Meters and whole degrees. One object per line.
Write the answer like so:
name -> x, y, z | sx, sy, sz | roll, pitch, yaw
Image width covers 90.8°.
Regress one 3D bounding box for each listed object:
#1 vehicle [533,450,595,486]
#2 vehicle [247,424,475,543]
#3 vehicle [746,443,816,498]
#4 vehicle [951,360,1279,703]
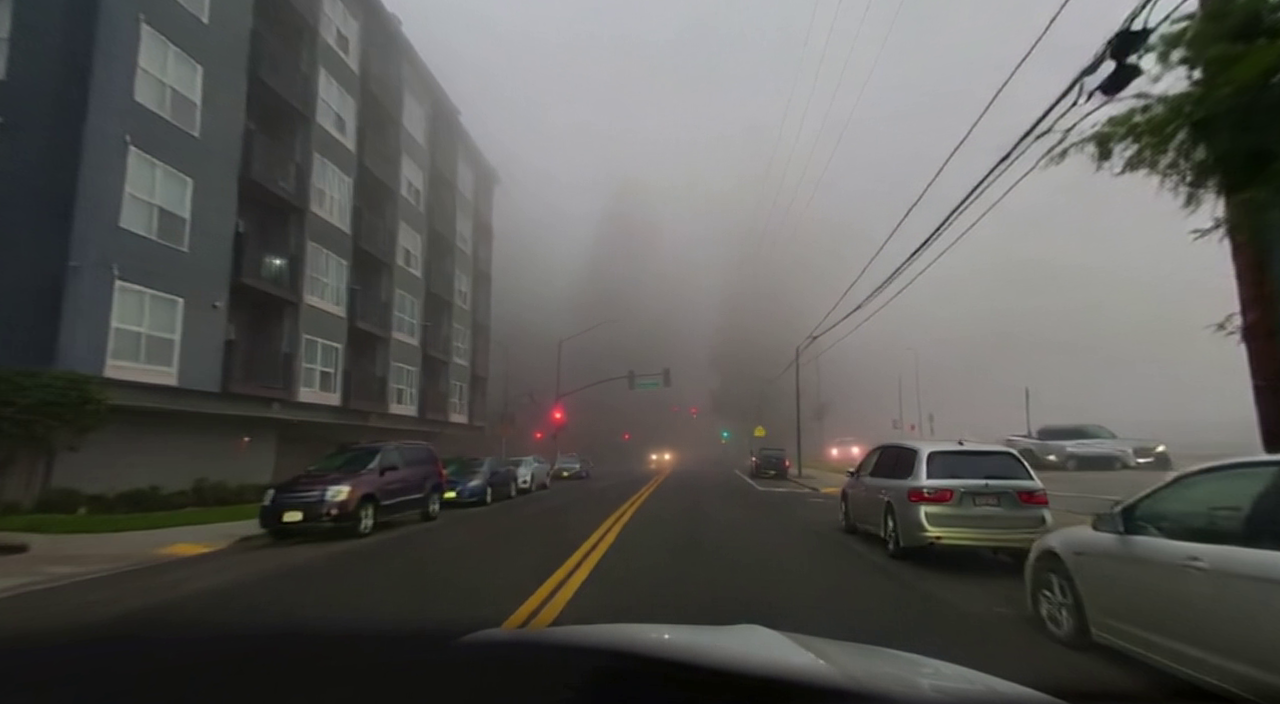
vehicle -> -3.369, 5.246, 28.956 | 1.934, 1.484, 4.630 | -1, -8, 5
vehicle -> -4.971, 2.389, 12.202 | 1.993, 1.817, 4.619 | -1, -8, 4
vehicle -> 5.352, 4.517, 24.654 | 2.034, 1.689, 4.978 | -1, -6, 5
vehicle -> 3.567, 0.972, 3.006 | 2.153, 1.685, 4.586 | -1, -8, 5
